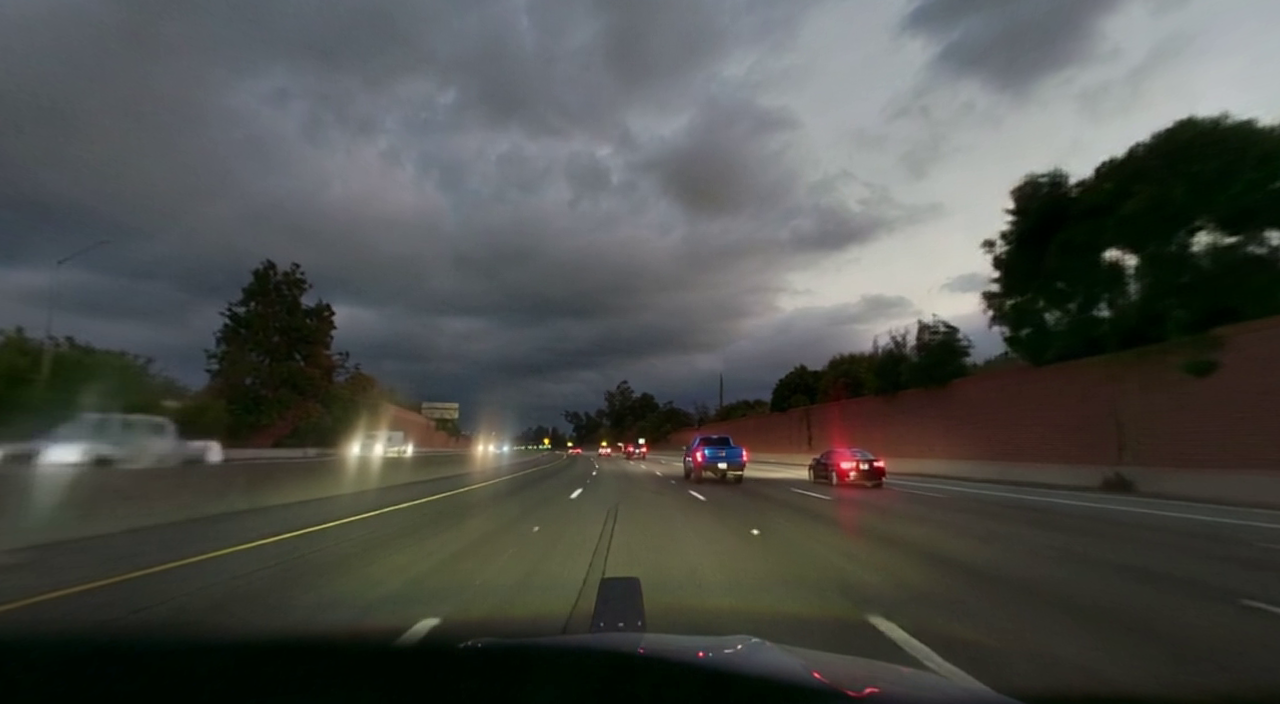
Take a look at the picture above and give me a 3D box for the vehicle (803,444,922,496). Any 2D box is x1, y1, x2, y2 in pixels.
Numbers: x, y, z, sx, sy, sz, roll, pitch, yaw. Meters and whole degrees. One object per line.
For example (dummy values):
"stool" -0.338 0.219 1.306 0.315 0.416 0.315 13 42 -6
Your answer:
"vehicle" 7.200 3.837 21.083 1.976 1.485 4.925 0 -8 -3

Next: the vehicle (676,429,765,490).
"vehicle" 2.818 3.946 23.553 2.374 1.952 5.431 0 -8 -2

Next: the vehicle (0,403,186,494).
"vehicle" -14.293 2.336 15.282 2.330 1.837 5.815 0 -8 -1

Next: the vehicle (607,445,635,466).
"vehicle" -1.561 8.062 49.327 2.050 1.607 3.821 0 -8 -4
